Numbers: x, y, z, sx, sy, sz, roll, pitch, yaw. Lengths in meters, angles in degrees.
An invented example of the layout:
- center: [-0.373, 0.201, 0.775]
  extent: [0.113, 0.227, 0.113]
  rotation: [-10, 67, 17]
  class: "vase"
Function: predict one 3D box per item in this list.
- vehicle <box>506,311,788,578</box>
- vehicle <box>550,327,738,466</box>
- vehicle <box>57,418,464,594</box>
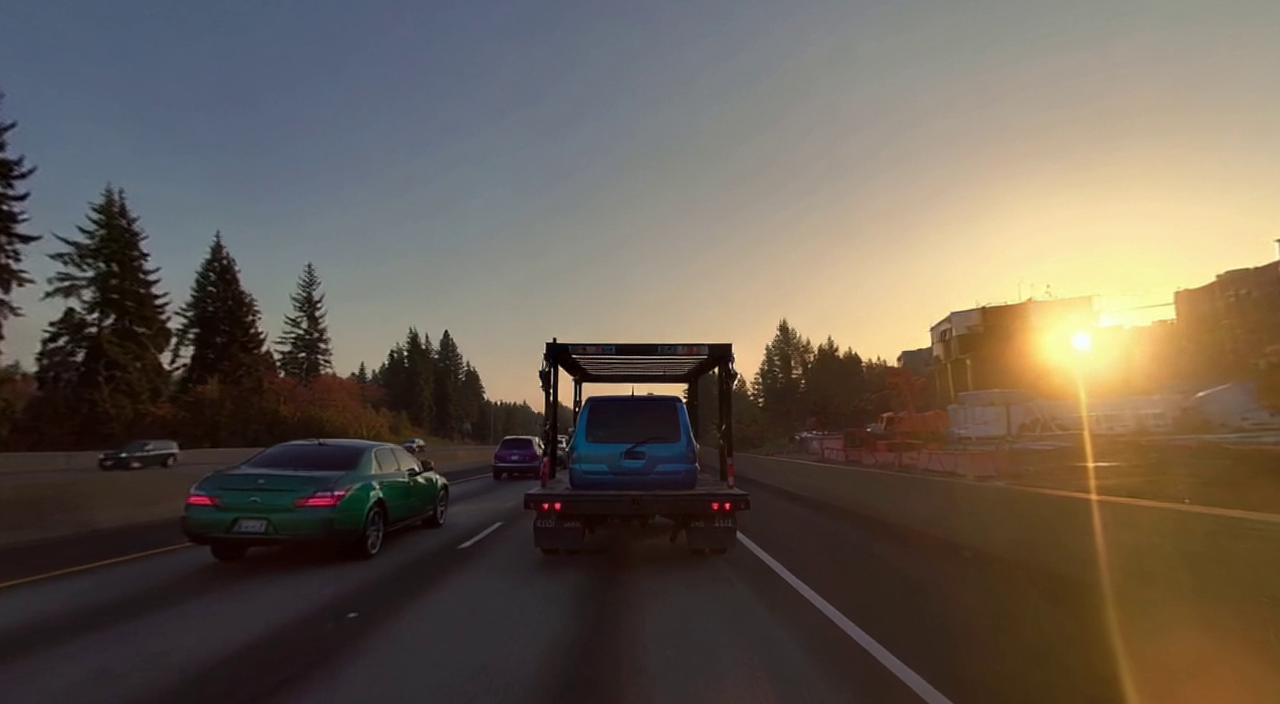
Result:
- center: [-0.218, 1.674, 11.438]
  extent: [2.735, 2.597, 10.435]
  rotation: [1, -9, -3]
  class: "vehicle"
- center: [-0.095, 0.856, 9.679]
  extent: [2.156, 1.604, 4.680]
  rotation: [1, -9, -4]
  class: "vehicle"
- center: [-4.002, 1.711, 8.040]
  extent: [2.155, 1.513, 4.964]
  rotation: [0, -9, -1]
  class: "vehicle"
